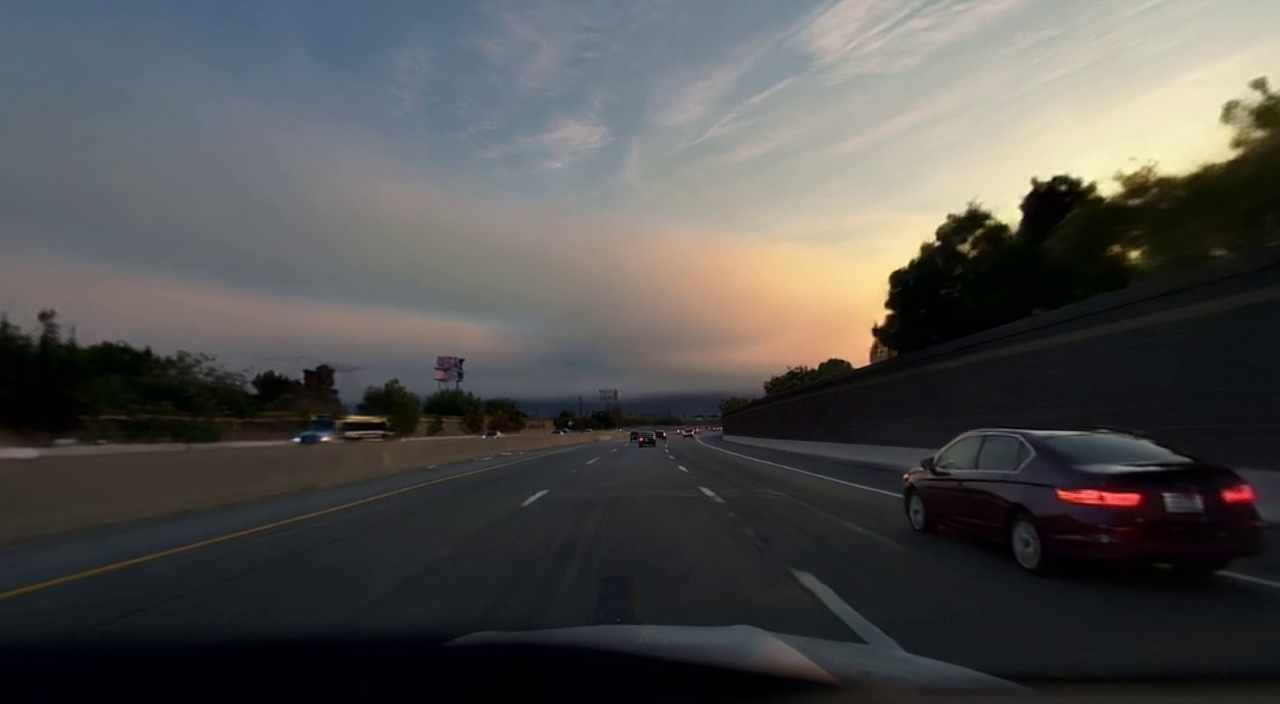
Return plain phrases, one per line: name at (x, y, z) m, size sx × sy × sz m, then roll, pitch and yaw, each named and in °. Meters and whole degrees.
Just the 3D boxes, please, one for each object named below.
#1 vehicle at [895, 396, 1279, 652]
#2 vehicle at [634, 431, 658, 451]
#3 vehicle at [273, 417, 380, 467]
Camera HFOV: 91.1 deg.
vehicle at (4.045, 1.291, 5.722) m, size 1.834 × 1.548 × 3.651 m, roll 0°, pitch -8°, yaw -1°
vehicle at (0.430, 6.793, 48.032) m, size 1.771 × 1.480 × 3.781 m, roll 0°, pitch -8°, yaw 0°
vehicle at (-15.685, 4.536, 31.940) m, size 2.370 × 2.311 × 5.764 m, roll 0°, pitch -8°, yaw 1°
